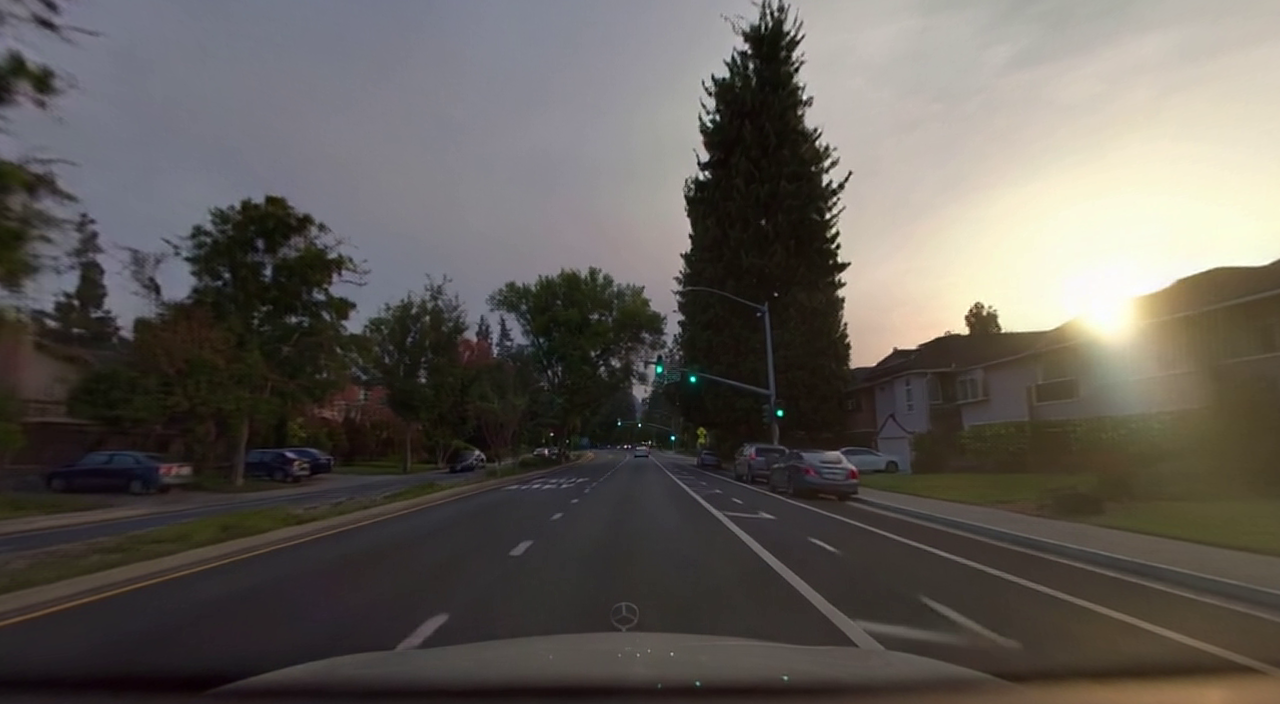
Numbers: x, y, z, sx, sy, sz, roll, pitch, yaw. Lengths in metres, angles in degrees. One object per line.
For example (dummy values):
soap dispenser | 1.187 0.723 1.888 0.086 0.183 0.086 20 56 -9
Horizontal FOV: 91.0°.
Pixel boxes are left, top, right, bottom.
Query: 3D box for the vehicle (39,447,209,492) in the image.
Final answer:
vehicle | -18.121 4.111 22.252 4.355 1.482 1.794 0 -9 0

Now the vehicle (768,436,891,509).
vehicle | 5.319 3.422 18.348 2.164 1.729 4.488 3 -9 -1

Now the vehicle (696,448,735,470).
vehicle | 5.326 7.601 45.036 2.002 1.461 4.673 1 -9 -2

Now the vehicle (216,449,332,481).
vehicle | -17.638 5.443 30.497 4.349 1.457 1.997 0 -9 -1

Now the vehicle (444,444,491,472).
vehicle | -11.892 7.376 43.671 2.061 1.760 4.569 -1 -10 -1
